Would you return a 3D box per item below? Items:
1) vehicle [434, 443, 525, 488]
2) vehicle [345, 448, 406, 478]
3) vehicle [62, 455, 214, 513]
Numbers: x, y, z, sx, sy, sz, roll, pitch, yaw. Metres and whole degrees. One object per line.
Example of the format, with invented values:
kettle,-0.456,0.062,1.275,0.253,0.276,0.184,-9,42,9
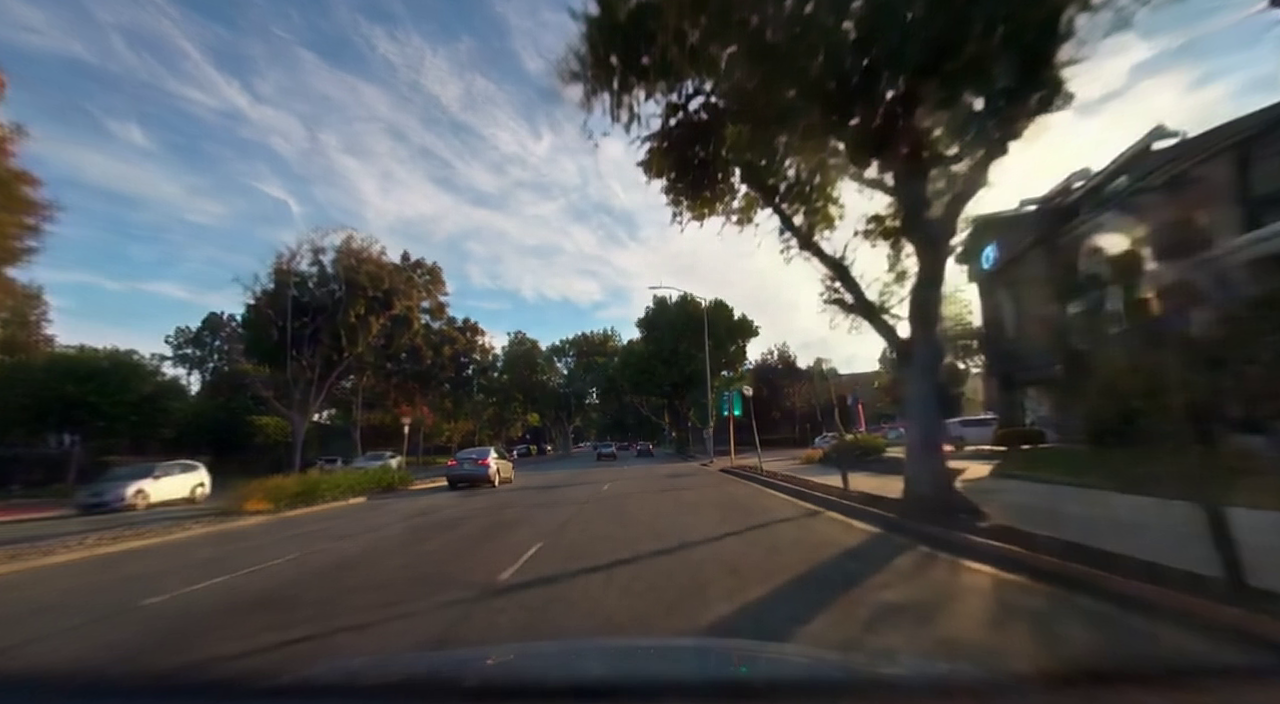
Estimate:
vehicle,-5.687,4.056,22.889,2.072,1.427,4.328,-1,-8,1
vehicle,-17.388,7.296,41.666,2.027,1.773,4.501,0,-8,0
vehicle,-17.515,4.569,22.317,1.800,1.736,4.287,-1,-8,1
